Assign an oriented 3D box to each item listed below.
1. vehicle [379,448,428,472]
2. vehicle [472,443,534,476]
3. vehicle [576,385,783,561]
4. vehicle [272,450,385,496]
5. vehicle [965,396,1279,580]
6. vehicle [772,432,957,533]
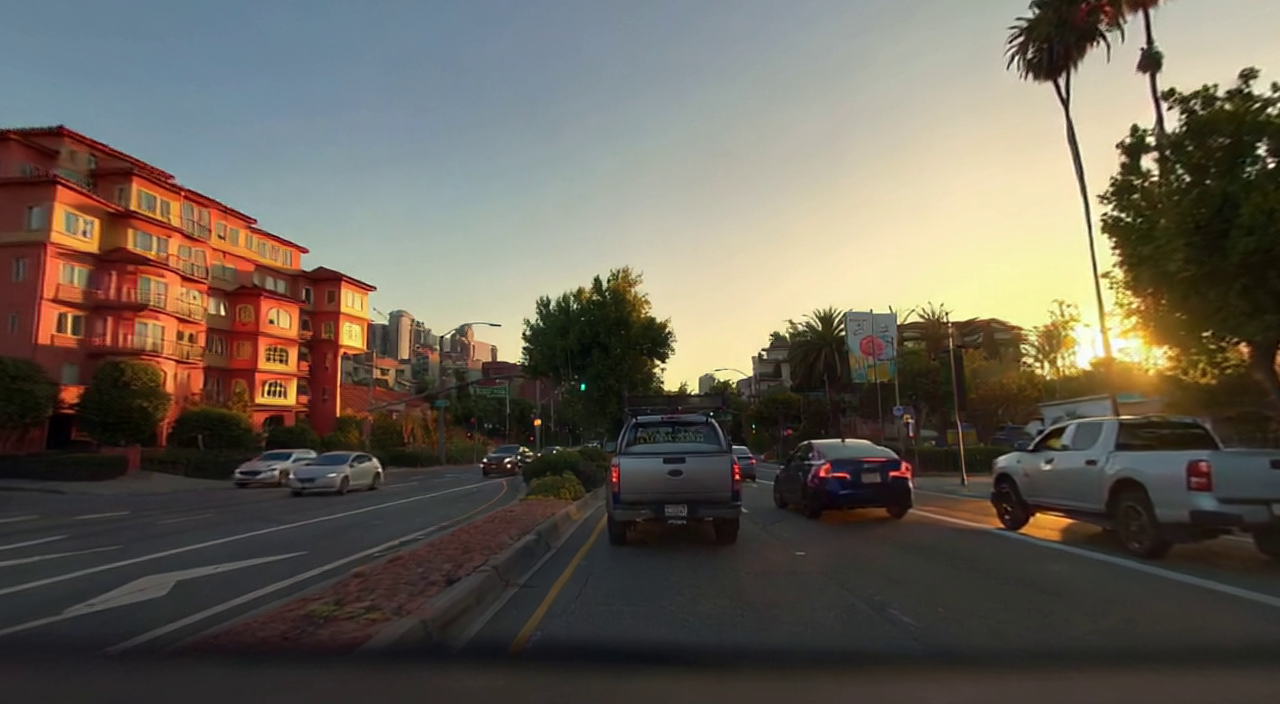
[{"bbox_3d":[-18.088,8.262,48.466,1.972,1.694,4.466,0,-8,2],"label":"vehicle"},{"bbox_3d":[-7.680,6.047,35.889,2.268,1.733,4.821,-1,-8,3],"label":"vehicle"},{"bbox_3d":[0.528,1.861,10.417,2.487,2.115,5.444,0,-8,1],"label":"vehicle"},{"bbox_3d":[-11.460,4.441,23.556,2.031,1.534,4.079,0,-8,2],"label":"vehicle"},{"bbox_3d":[7.487,1.864,9.565,2.215,1.973,5.323,0,-8,0],"label":"vehicle"},{"bbox_3d":[4.048,2.410,12.242,2.072,1.595,4.124,0,-8,0],"label":"vehicle"}]
